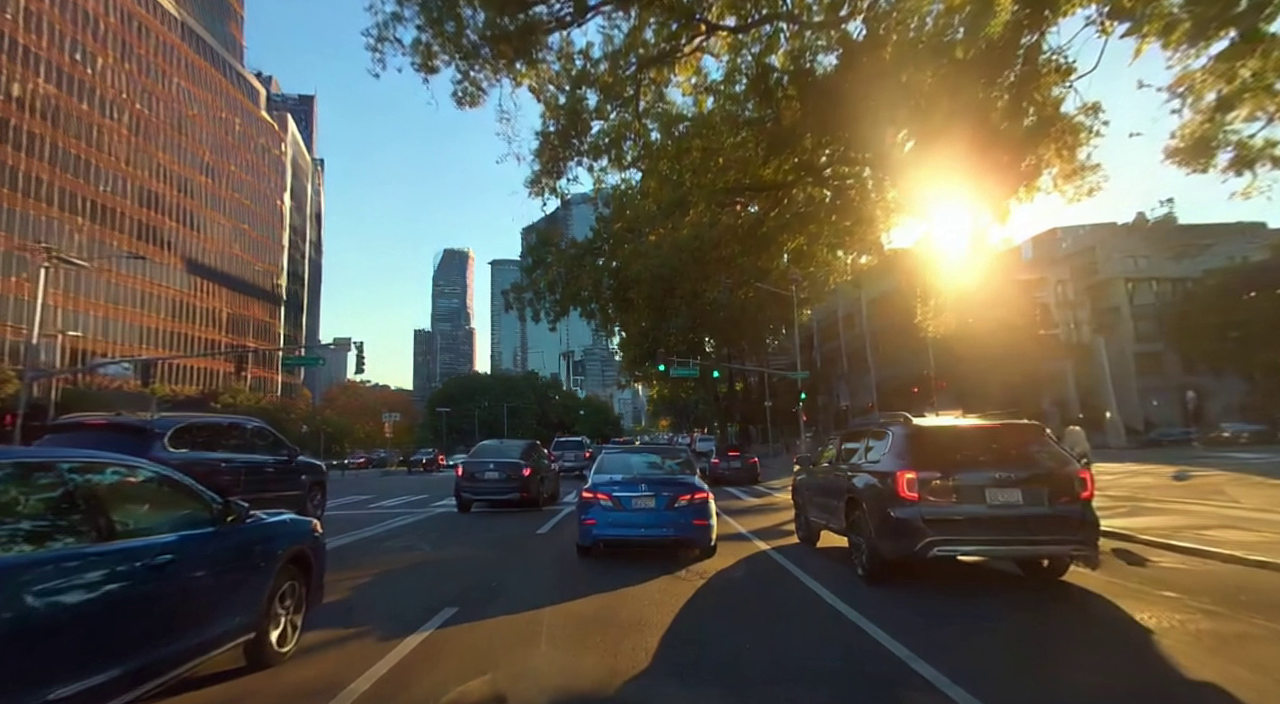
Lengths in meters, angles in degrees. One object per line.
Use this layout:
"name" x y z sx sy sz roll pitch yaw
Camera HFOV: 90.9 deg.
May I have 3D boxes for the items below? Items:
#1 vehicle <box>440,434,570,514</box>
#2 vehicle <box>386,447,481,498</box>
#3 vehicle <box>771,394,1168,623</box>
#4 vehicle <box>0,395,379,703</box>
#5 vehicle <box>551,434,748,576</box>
"vehicle" -3.194 3.002 16.062 2.168 1.719 4.561 -1 -8 2
"vehicle" -6.569 3.854 20.510 1.778 1.475 3.769 0 -9 0
"vehicle" 3.062 1.551 7.212 2.108 1.785 4.334 0 -8 -1
"vehicle" -3.308 1.018 2.878 2.144 1.505 4.635 -1 -9 2
"vehicle" 0.076 1.965 8.906 2.147 1.507 3.953 0 -8 -1
